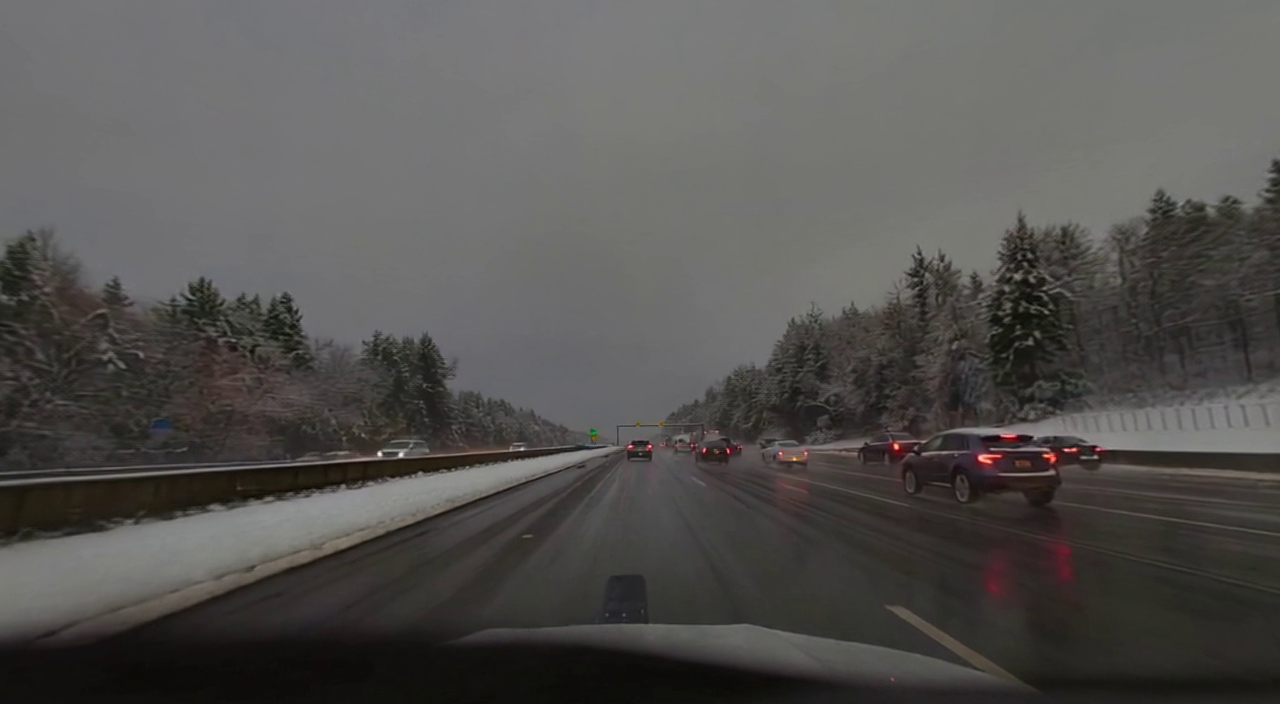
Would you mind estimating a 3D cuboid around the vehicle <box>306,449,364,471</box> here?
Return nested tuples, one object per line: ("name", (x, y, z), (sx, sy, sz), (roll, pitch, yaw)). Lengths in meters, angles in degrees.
("vehicle", (-22.412, 7.923, 46.560), (1.977, 1.461, 4.638), (0, -8, 0))

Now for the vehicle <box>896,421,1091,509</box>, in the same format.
("vehicle", (7.795, 2.527, 14.517), (1.986, 1.703, 4.226), (0, -8, 0))

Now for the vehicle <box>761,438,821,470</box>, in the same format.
("vehicle", (7.665, 5.213, 32.399), (1.919, 1.476, 4.303), (0, -8, -1))

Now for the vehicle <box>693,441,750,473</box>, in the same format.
("vehicle", (3.901, 5.069, 30.795), (2.118, 1.438, 4.312), (0, -8, -1))

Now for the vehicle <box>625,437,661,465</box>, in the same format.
("vehicle", (0.185, 6.186, 39.403), (2.124, 1.639, 4.122), (0, -8, 0))

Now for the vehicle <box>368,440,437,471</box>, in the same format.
("vehicle", (-15.031, 6.587, 40.312), (2.250, 1.805, 5.631), (0, -8, 0))
